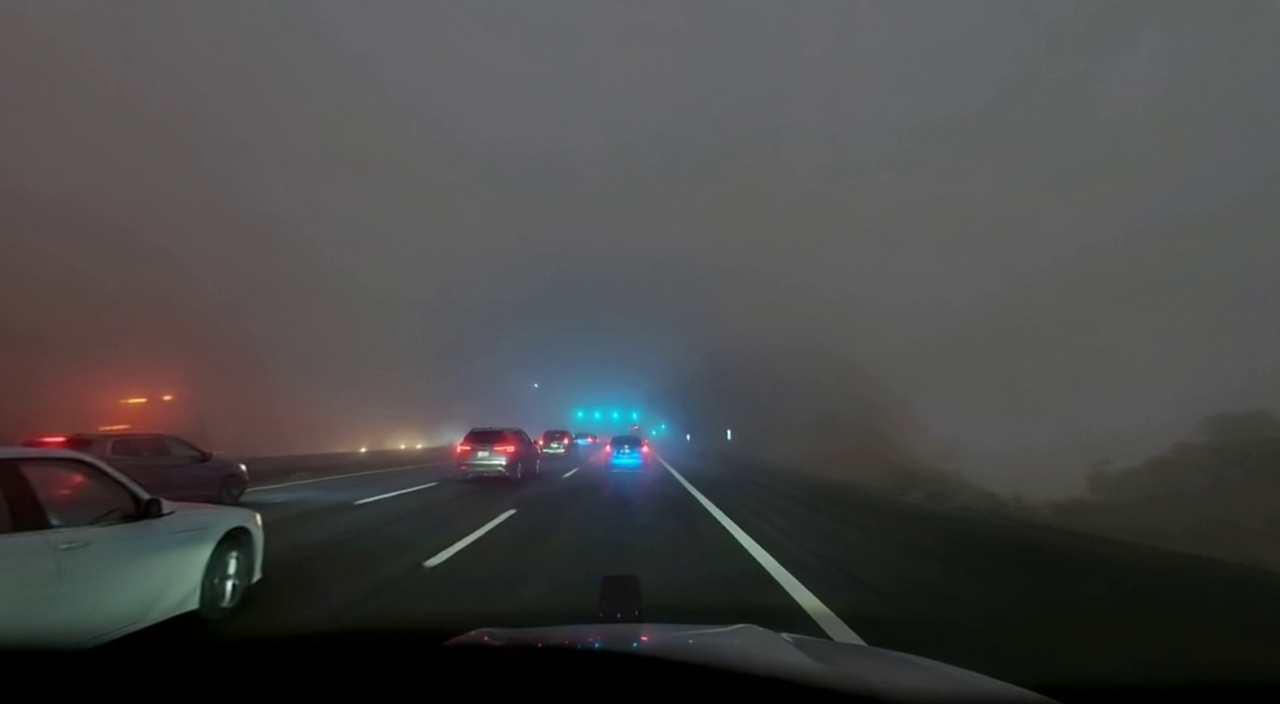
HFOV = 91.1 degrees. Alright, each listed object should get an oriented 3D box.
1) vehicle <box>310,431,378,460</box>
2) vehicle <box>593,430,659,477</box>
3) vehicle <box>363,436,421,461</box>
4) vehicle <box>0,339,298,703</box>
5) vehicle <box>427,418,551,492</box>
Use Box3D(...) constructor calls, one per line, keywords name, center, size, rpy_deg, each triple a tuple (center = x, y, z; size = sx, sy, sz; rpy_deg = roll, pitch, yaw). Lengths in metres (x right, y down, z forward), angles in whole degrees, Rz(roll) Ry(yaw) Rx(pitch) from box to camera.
Box3D(name="vehicle", center=(-19.648, 6.202, 41.998), size=(2.196, 1.833, 4.749), rpy_deg=(0, -8, 0))
Box3D(name="vehicle", center=(-0.470, 3.431, 21.538), size=(2.070, 1.452, 3.834), rpy_deg=(0, -8, -1))
Box3D(name="vehicle", center=(-15.431, 6.008, 39.369), size=(1.892, 1.467, 4.376), rpy_deg=(0, -8, -1))
Box3D(name="vehicle", center=(-3.799, 0.825, 2.835), size=(2.107, 1.703, 4.274), rpy_deg=(0, -8, 0))
Box3D(name="vehicle", center=(-3.859, 2.722, 17.025), size=(2.154, 1.690, 4.595), rpy_deg=(0, -8, 1))
